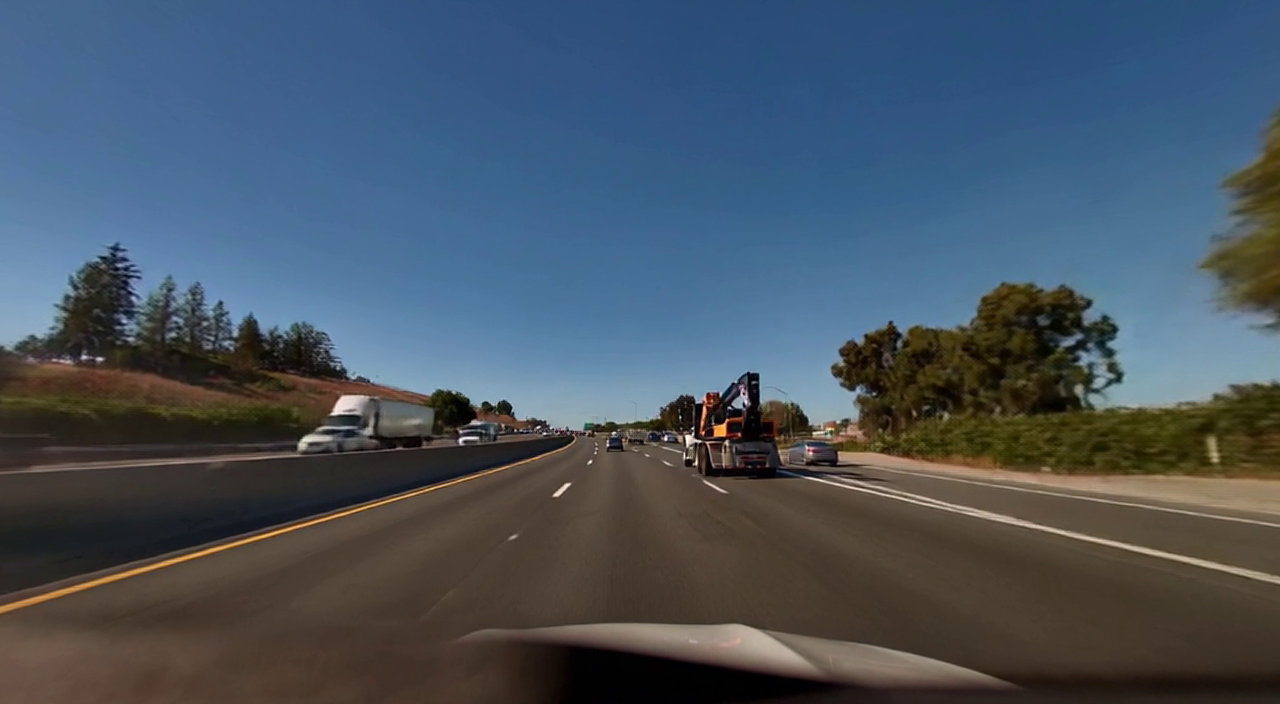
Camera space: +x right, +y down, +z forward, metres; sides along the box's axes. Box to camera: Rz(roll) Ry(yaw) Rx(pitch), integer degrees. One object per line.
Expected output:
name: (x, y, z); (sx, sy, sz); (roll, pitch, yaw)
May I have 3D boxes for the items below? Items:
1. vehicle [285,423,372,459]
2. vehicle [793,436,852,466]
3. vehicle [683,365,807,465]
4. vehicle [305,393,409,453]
vehicle: (-15.682, 4.513, 32.000); (2.205, 1.666, 4.526); (0, -8, -2)
vehicle: (9.748, 5.287, 33.973); (1.820, 1.469, 4.257); (0, -8, -1)
vehicle: (3.624, 2.563, 24.207); (2.833, 3.180, 8.004); (1, -8, -4)
vehicle: (-19.854, 5.229, 45.153); (3.022, 3.791, 10.271); (0, -8, -3)
